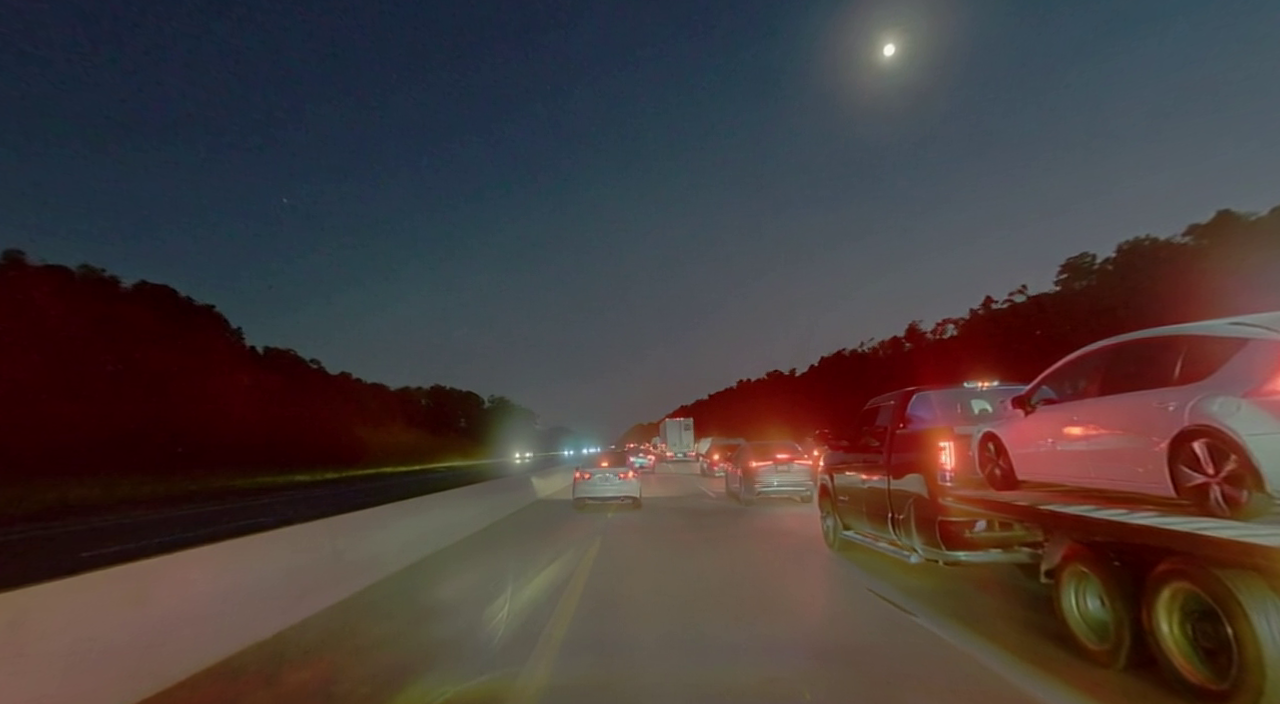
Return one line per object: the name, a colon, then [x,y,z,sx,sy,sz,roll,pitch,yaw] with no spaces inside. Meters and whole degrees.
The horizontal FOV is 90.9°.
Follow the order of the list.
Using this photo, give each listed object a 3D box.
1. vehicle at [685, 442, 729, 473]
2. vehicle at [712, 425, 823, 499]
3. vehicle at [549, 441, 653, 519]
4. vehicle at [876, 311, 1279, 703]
vehicle: [3.680,5.922,35.486,1.938,1.660,4.223,0,-9,-1]
vehicle: [3.535,3.161,18.297,2.303,1.889,3.920,0,-9,-1]
vehicle: [-0.737,2.761,14.001,1.991,1.466,3.675,0,-9,0]
vehicle: [3.413,1.005,4.095,1.959,1.783,4.407,0,-9,-1]
